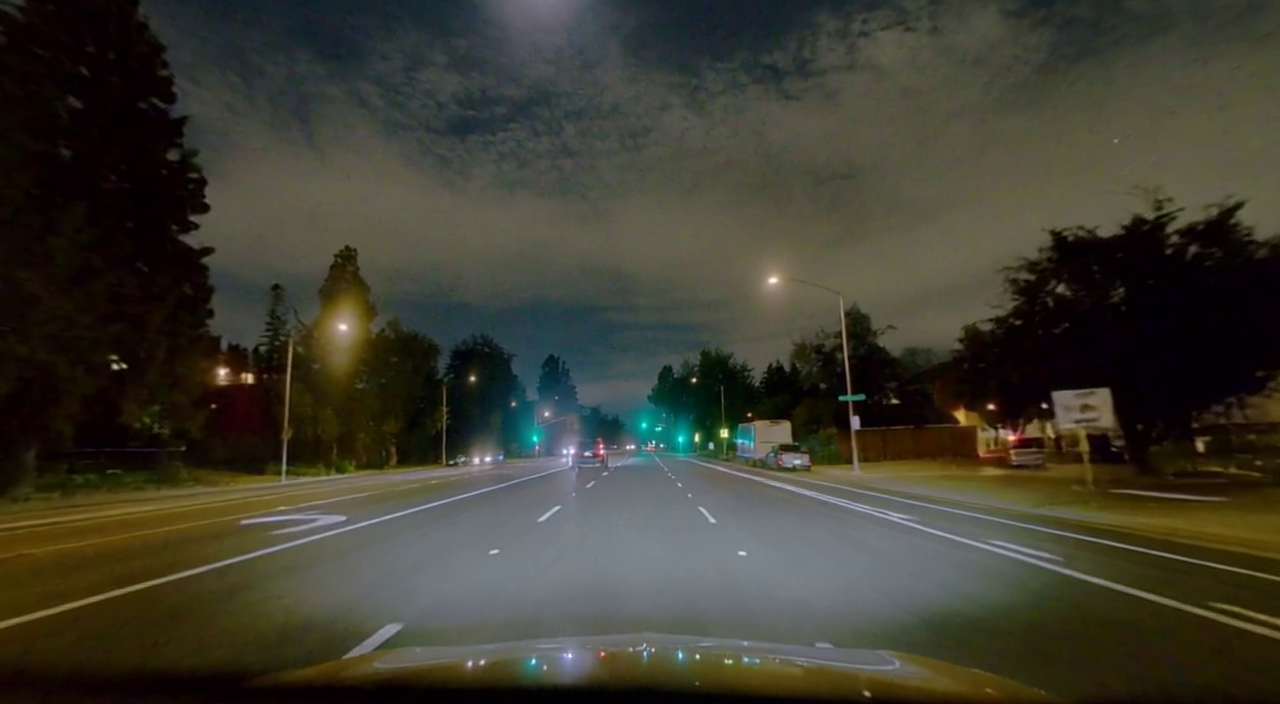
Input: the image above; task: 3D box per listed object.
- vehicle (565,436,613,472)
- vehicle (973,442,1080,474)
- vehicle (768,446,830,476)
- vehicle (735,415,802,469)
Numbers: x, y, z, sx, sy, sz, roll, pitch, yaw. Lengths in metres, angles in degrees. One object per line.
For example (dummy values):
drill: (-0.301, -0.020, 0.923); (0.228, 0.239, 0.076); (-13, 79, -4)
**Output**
vehicle: (-2.719, 5.561, 34.634); (2.179, 1.851, 4.756); (0, -8, 1)
vehicle: (19.660, 5.364, 32.209); (1.864, 1.523, 4.176); (5, -10, -30)
vehicle: (8.118, 5.598, 32.701); (1.976, 1.445, 4.909); (0, -8, 0)
vehicle: (8.154, 5.829, 40.891); (3.101, 3.161, 6.513); (0, -8, 1)
